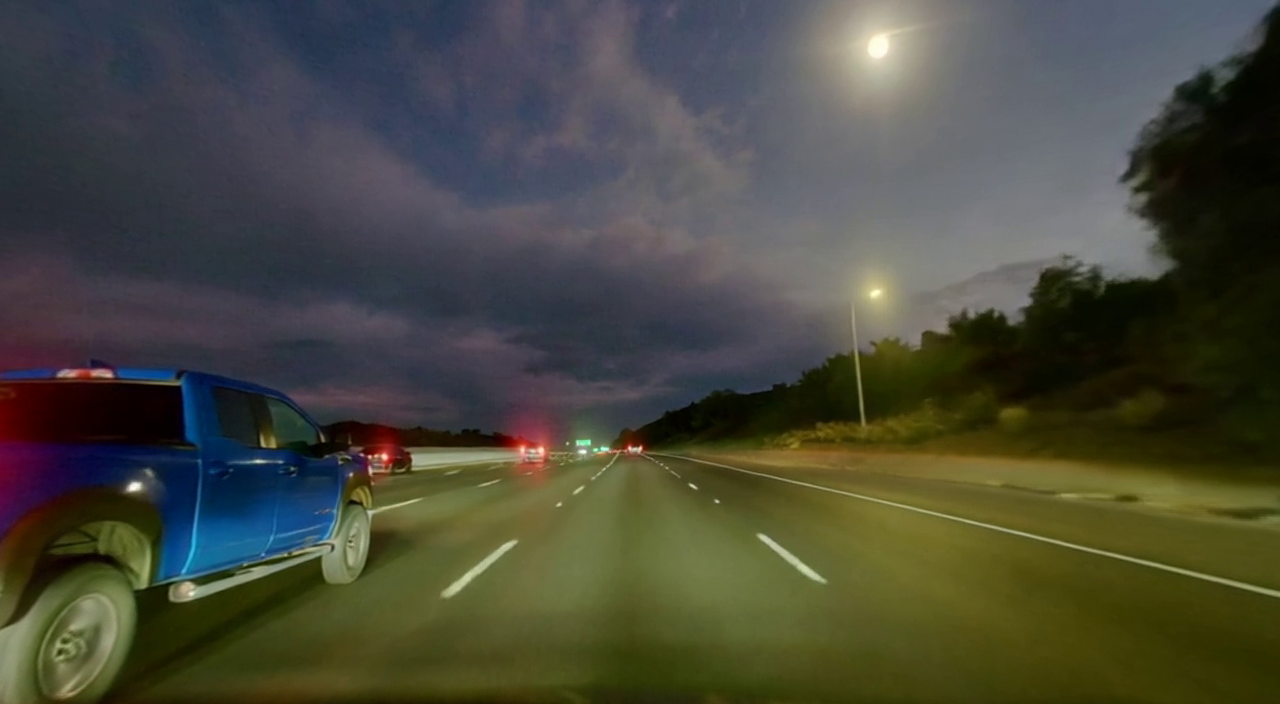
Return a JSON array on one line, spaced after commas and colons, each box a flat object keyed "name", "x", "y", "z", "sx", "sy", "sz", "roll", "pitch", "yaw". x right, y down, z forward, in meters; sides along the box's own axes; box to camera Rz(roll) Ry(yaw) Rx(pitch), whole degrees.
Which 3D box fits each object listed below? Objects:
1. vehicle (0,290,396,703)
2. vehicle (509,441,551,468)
[{"name": "vehicle", "x": -4.042, "y": 0.955, "z": 4.242, "sx": 2.339, "sy": 2.004, "sz": 6.171, "roll": 0, "pitch": -9, "yaw": 0}, {"name": "vehicle", "x": -8.237, "y": 7.729, "z": 47.673, "sx": 2.260, "sy": 1.917, "sz": 5.499, "roll": 0, "pitch": -9, "yaw": -1}]
